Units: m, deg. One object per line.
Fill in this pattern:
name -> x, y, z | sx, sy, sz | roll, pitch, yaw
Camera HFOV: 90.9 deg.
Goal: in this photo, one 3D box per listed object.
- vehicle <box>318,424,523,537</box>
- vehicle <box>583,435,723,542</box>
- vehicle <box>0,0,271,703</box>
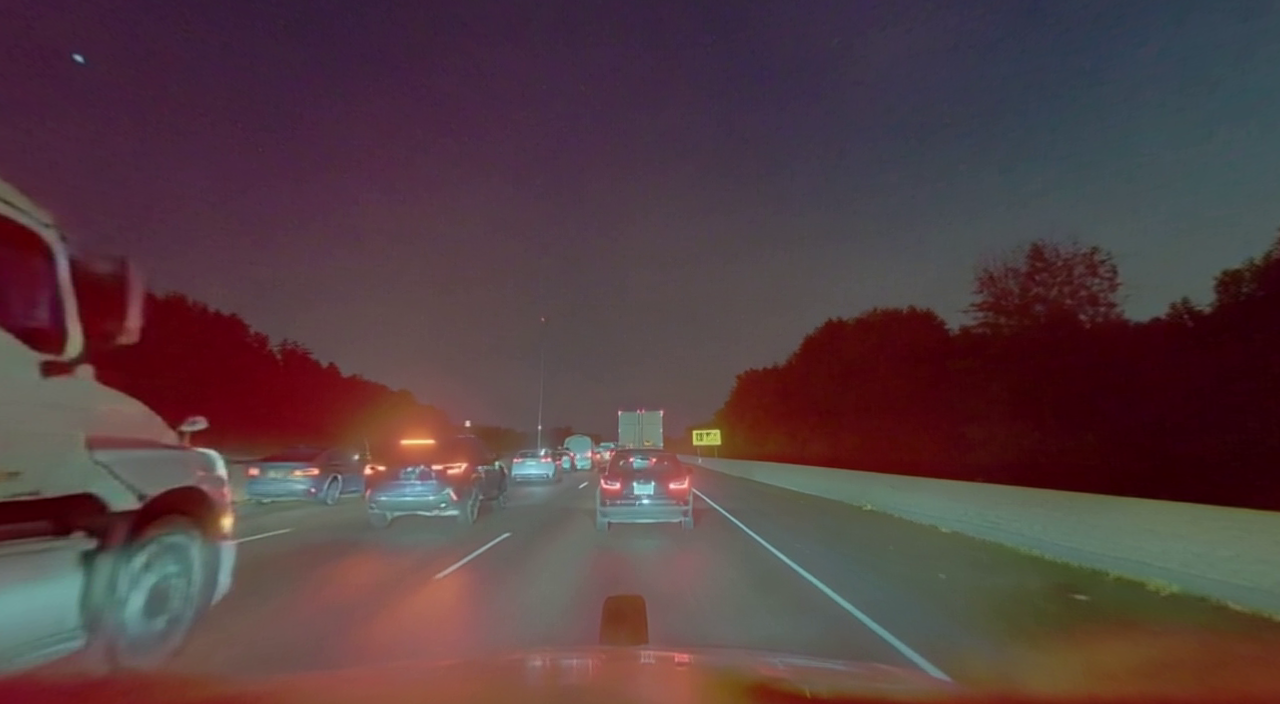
vehicle -> -3.638, 2.230, 11.505 | 2.165, 1.638, 4.317 | 0, -9, 0
vehicle -> 0.163, 2.213, 10.733 | 1.995, 1.495, 3.380 | 0, -9, -1
vehicle -> -3.884, -0.285, 0.119 | 2.832, 3.293, 7.782 | 0, -9, 0
